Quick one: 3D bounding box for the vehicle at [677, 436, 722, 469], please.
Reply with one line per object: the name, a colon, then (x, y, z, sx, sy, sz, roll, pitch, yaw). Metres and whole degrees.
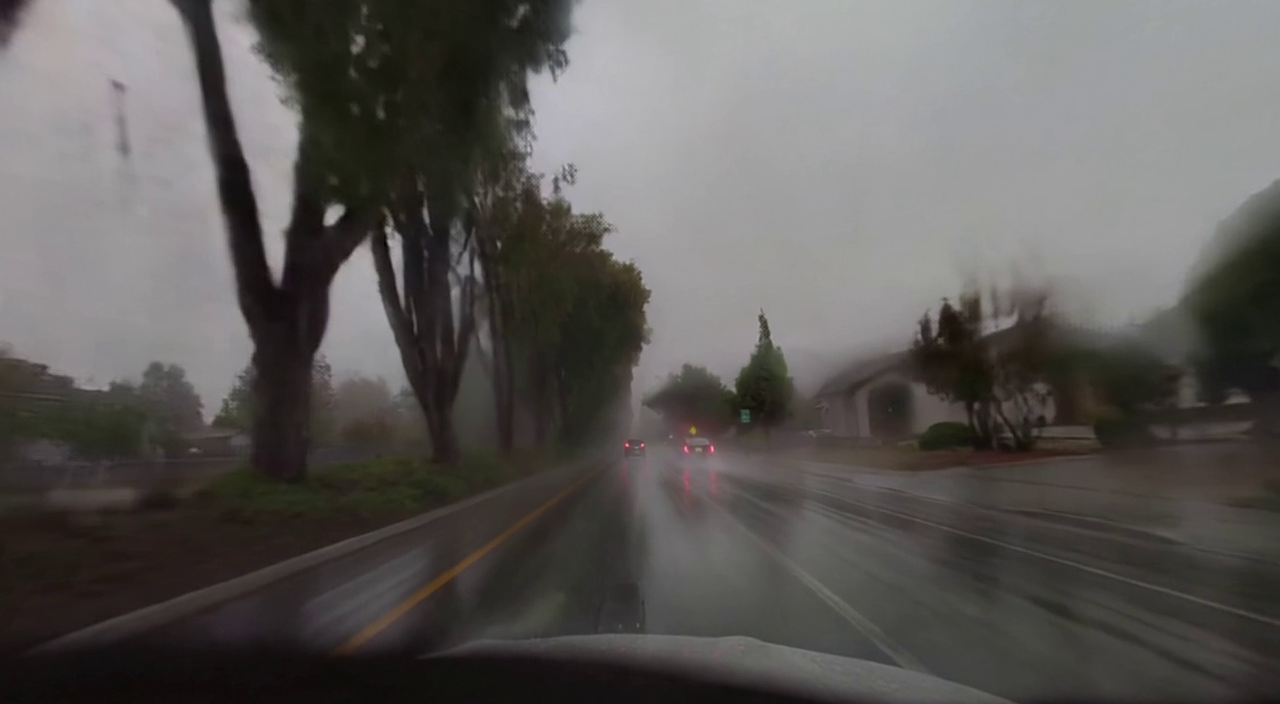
vehicle: (3.100, 5.346, 33.800, 1.888, 1.640, 4.044, 0, -8, -2)
